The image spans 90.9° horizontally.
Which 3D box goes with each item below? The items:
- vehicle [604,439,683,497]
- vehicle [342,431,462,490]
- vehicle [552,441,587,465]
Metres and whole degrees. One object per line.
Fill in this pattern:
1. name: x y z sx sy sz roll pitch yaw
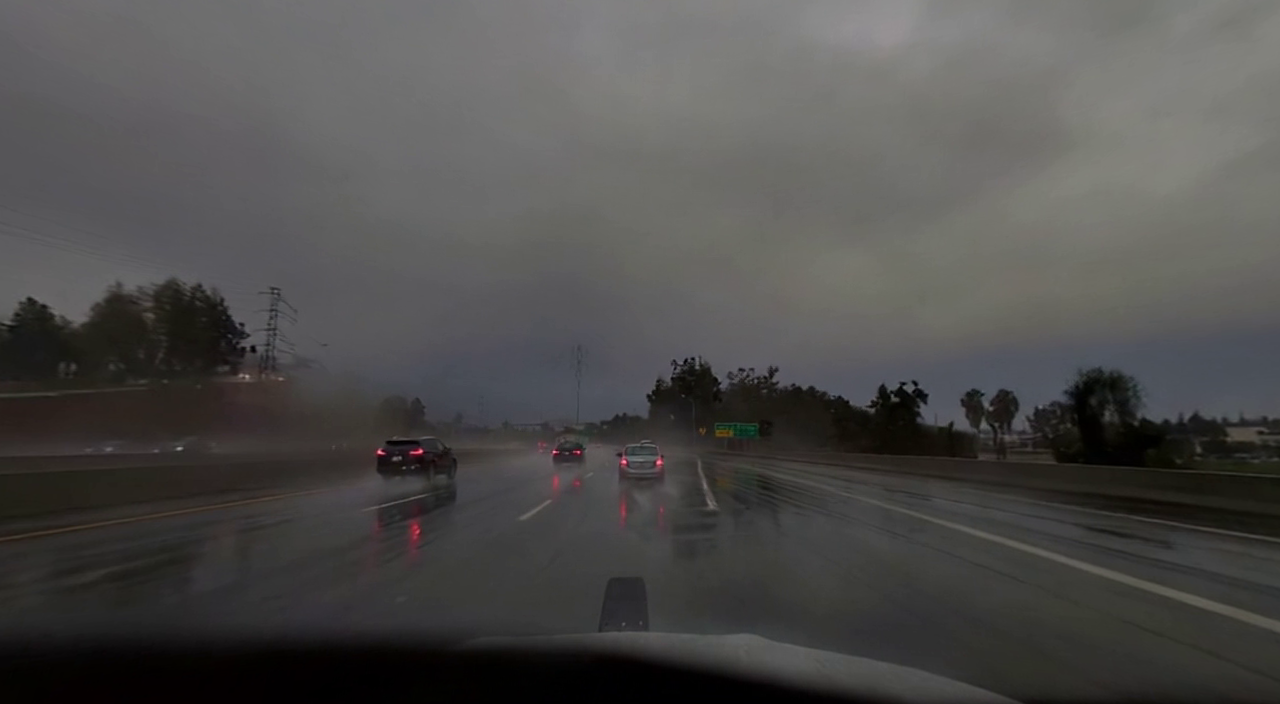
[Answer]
1. vehicle: 0.025 3.343 18.605 2.082 1.482 4.126 0 -8 -2
2. vehicle: -8.048 3.698 21.942 2.206 1.788 4.914 0 -8 0
3. vehicle: -5.315 7.680 48.209 2.289 1.777 4.534 0 -8 -1
